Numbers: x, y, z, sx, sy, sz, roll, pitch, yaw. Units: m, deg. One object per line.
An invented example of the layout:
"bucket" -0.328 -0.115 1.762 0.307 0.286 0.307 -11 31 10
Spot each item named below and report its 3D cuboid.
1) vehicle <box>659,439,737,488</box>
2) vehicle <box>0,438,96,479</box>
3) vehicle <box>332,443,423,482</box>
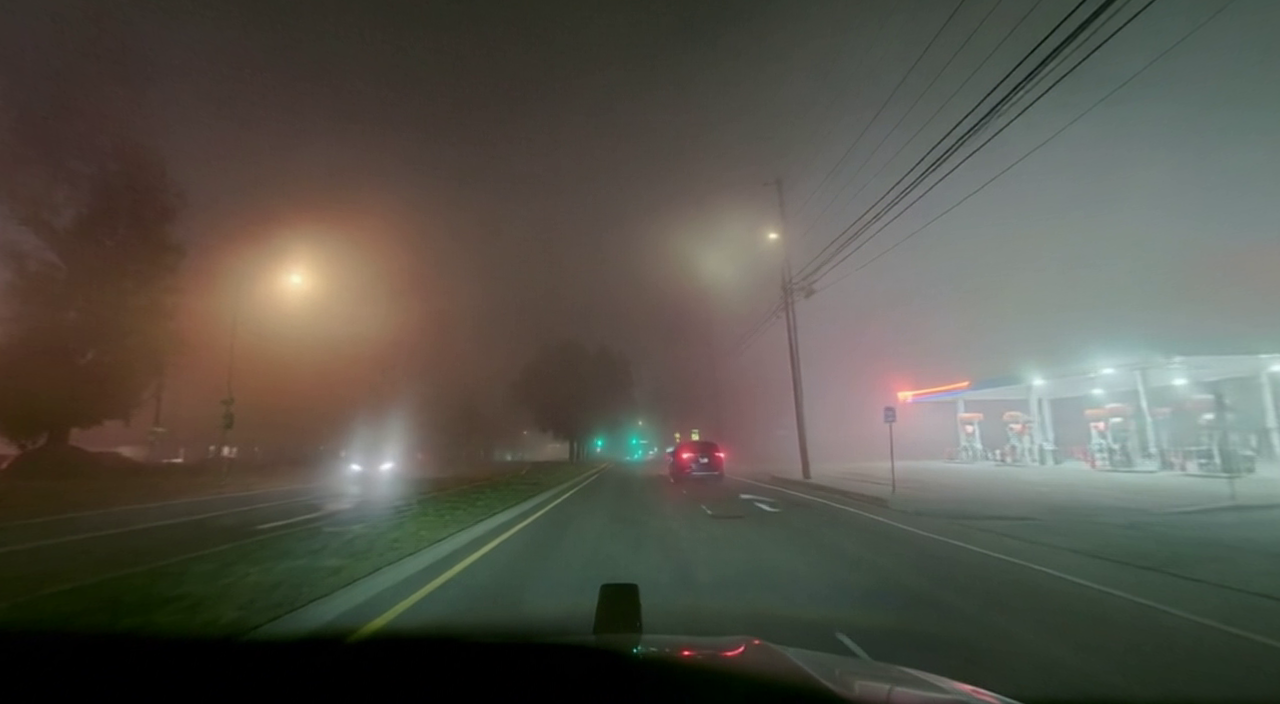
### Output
"vehicle" 1.847 3.771 21.667 2.061 1.475 4.296 0 -9 -3
"vehicle" -29.813 5.176 30.956 2.116 1.874 4.709 0 -9 -1
"vehicle" -10.911 4.590 26.613 1.893 1.480 4.482 0 -9 0
